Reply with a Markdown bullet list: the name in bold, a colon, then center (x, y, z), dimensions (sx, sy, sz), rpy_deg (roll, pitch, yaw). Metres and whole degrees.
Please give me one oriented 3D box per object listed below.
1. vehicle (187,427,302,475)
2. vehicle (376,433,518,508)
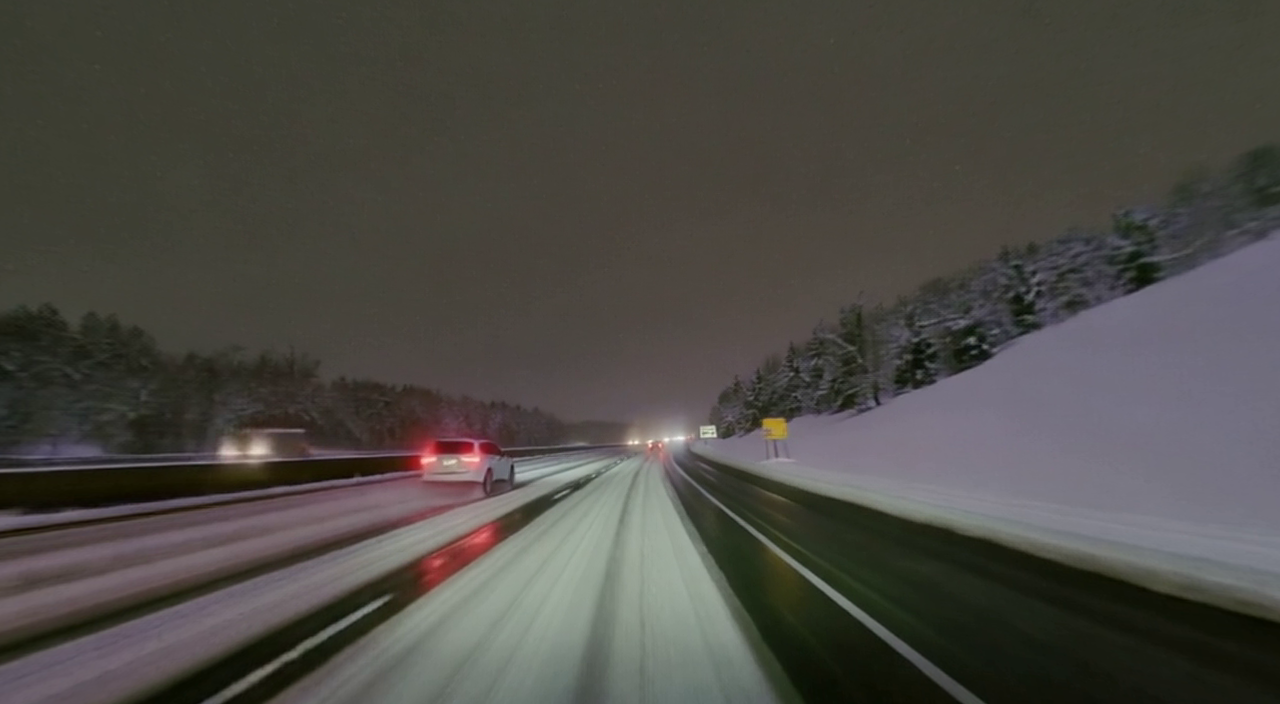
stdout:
- **vehicle**: center (-22.936, 5.806, 36.917), dimensions (2.243, 2.568, 6.614), rpy_deg (-1, -9, 1)
- **vehicle**: center (-4.487, 2.841, 15.478), dimensions (1.961, 1.540, 4.487), rpy_deg (-1, -9, 2)
